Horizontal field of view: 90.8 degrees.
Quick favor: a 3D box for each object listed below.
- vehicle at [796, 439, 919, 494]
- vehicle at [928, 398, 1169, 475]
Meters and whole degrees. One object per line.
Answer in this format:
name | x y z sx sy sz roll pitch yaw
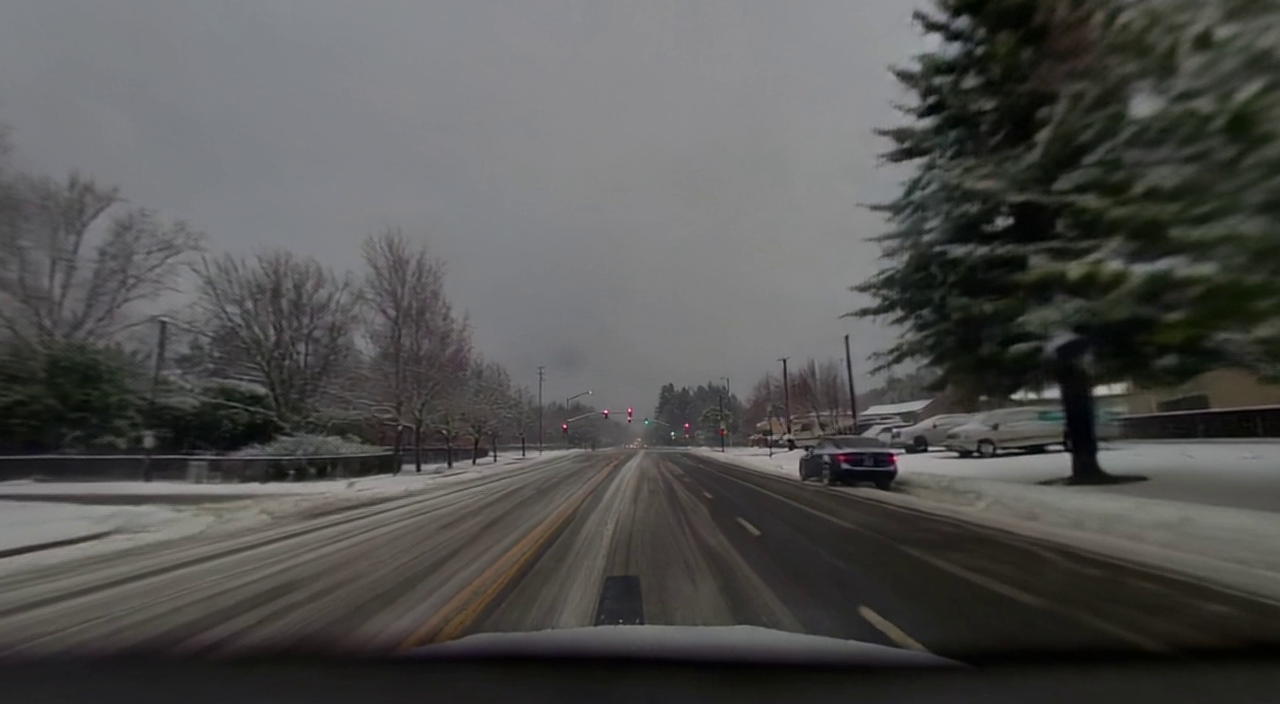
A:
vehicle | 6.416 3.414 19.244 1.993 1.461 4.269 0 -8 -3
vehicle | 17.219 3.620 27.163 8.016 2.965 3.192 -1 -8 1
